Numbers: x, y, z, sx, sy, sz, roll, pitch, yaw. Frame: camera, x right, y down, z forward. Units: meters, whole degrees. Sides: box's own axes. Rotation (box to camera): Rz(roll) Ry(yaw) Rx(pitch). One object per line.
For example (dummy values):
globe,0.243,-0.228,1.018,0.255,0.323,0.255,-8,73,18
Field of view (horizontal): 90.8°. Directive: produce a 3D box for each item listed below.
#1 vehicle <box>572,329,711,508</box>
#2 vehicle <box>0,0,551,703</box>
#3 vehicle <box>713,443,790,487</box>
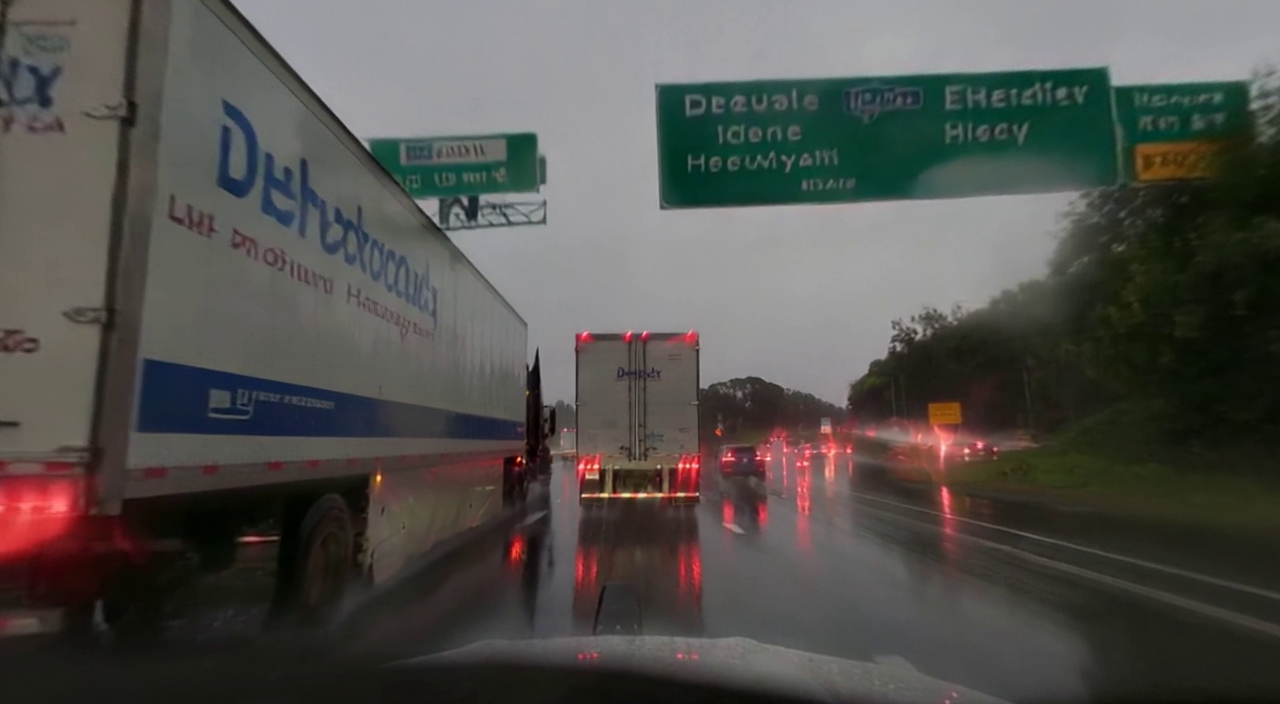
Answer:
vehicle,-0.008,2.120,18.405,2.910,3.828,9.805,0,-9,0
vehicle,-4.098,0.872,10.647,2.873,4.107,15.970,0,-9,0
vehicle,4.040,4.151,23.594,2.010,1.446,4.579,0,-9,0
